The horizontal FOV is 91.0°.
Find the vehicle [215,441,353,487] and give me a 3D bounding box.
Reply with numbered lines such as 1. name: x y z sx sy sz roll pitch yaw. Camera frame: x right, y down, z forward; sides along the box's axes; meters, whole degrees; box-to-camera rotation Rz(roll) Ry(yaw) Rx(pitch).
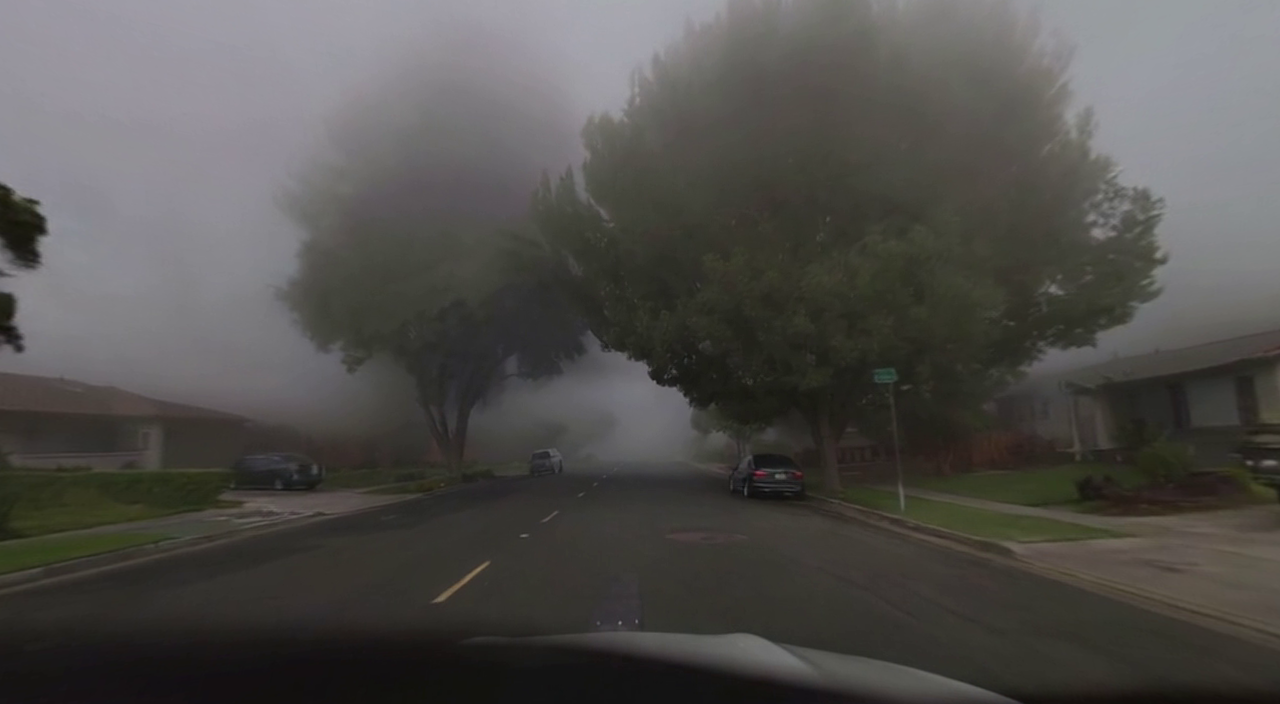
1. vehicle: -15.668 4.950 27.927 4.882 1.777 2.025 -2 -9 -2

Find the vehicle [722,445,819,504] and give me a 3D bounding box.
1. vehicle: 3.794 3.639 19.260 1.897 1.521 4.835 0 -9 -1
